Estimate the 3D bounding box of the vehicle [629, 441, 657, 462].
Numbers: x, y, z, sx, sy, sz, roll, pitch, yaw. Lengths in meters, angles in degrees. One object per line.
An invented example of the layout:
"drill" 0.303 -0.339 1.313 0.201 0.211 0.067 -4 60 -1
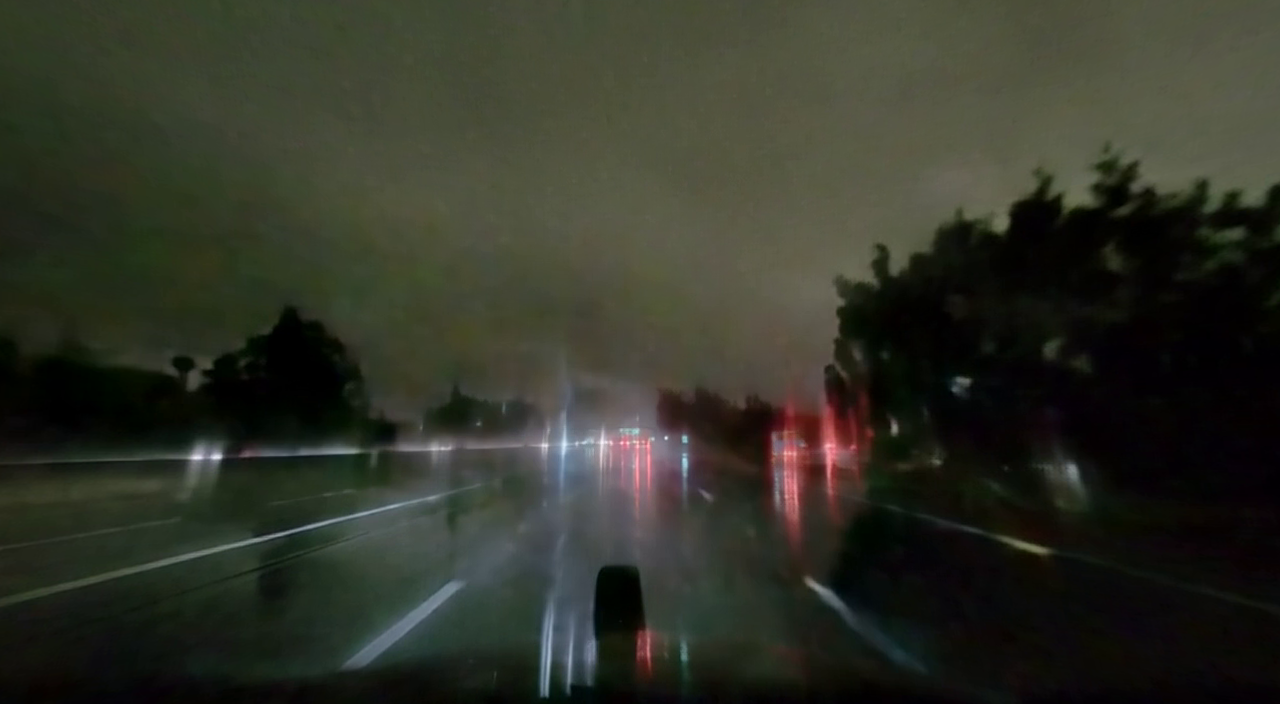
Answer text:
"vehicle" 0.189 7.481 47.741 2.021 1.528 4.154 0 -8 0
